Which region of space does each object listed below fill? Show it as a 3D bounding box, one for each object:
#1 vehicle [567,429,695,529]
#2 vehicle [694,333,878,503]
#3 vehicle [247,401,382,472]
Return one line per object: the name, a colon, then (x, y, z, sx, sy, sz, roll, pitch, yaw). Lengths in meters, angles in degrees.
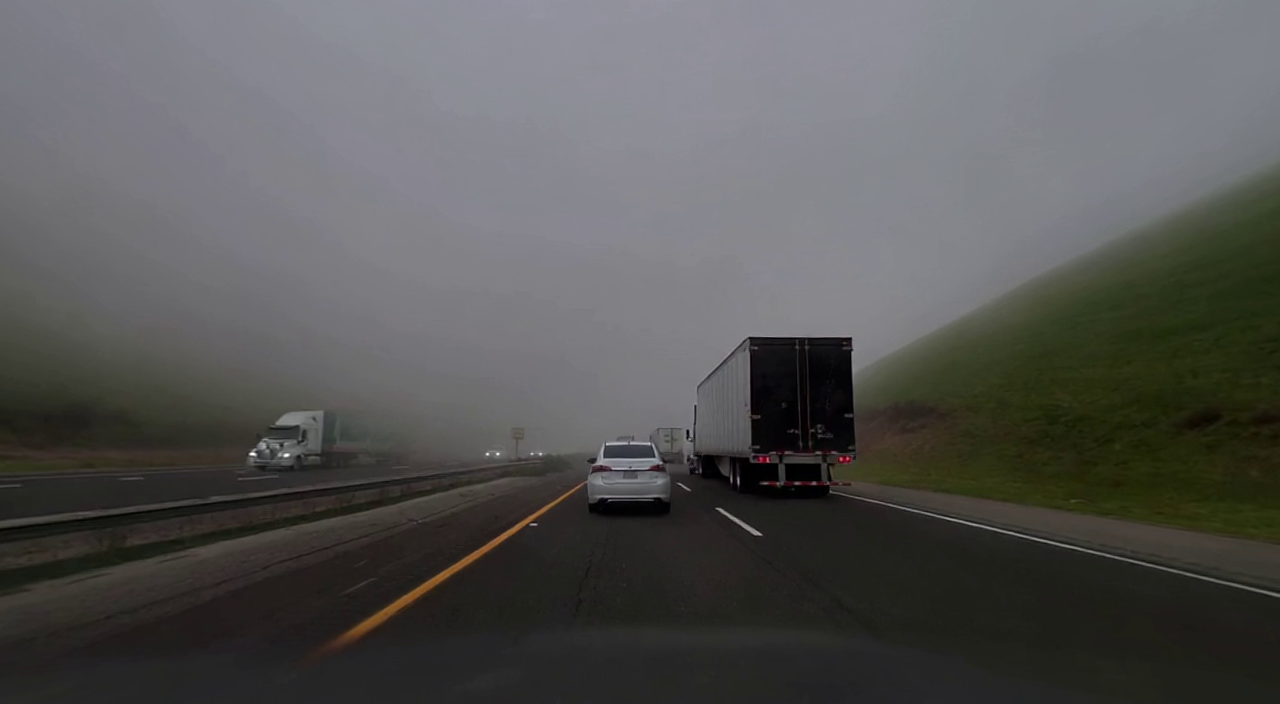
vehicle: (-0.179, 2.410, 12.415, 2.109, 1.639, 3.768, 0, -9, -1)
vehicle: (4.023, 2.620, 21.935, 2.812, 4.024, 14.098, 0, -9, -1)
vehicle: (-19.869, 5.421, 39.672, 2.962, 3.847, 10.654, 0, -9, -1)
